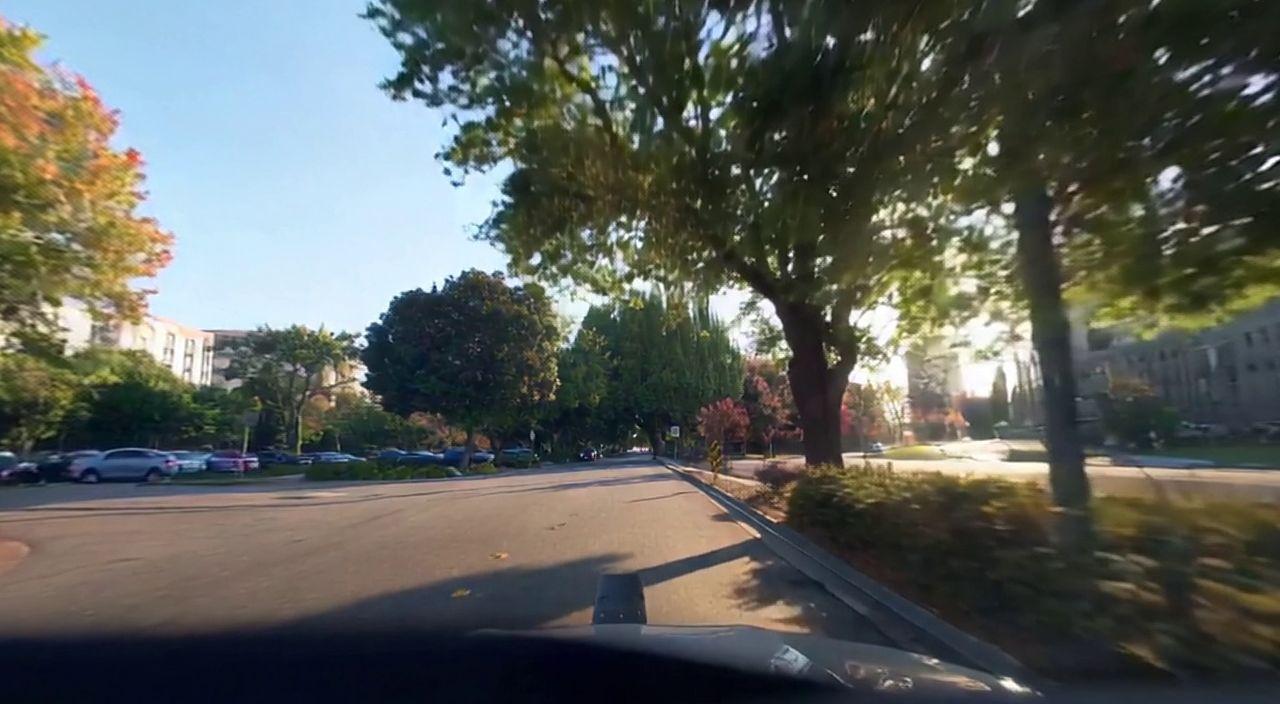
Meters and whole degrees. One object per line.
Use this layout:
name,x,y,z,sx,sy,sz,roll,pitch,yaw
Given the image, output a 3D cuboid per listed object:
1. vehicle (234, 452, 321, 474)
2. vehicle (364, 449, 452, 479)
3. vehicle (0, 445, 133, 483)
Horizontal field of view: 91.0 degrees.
vehicle,-26.734,8.185,46.555,5.024,1.494,2.242,0,-8,1
vehicle,-13.803,6.641,37.572,4.422,1.694,2.026,0,-9,1
vehicle,-26.878,5.212,29.403,4.456,1.665,2.161,0,-9,0
